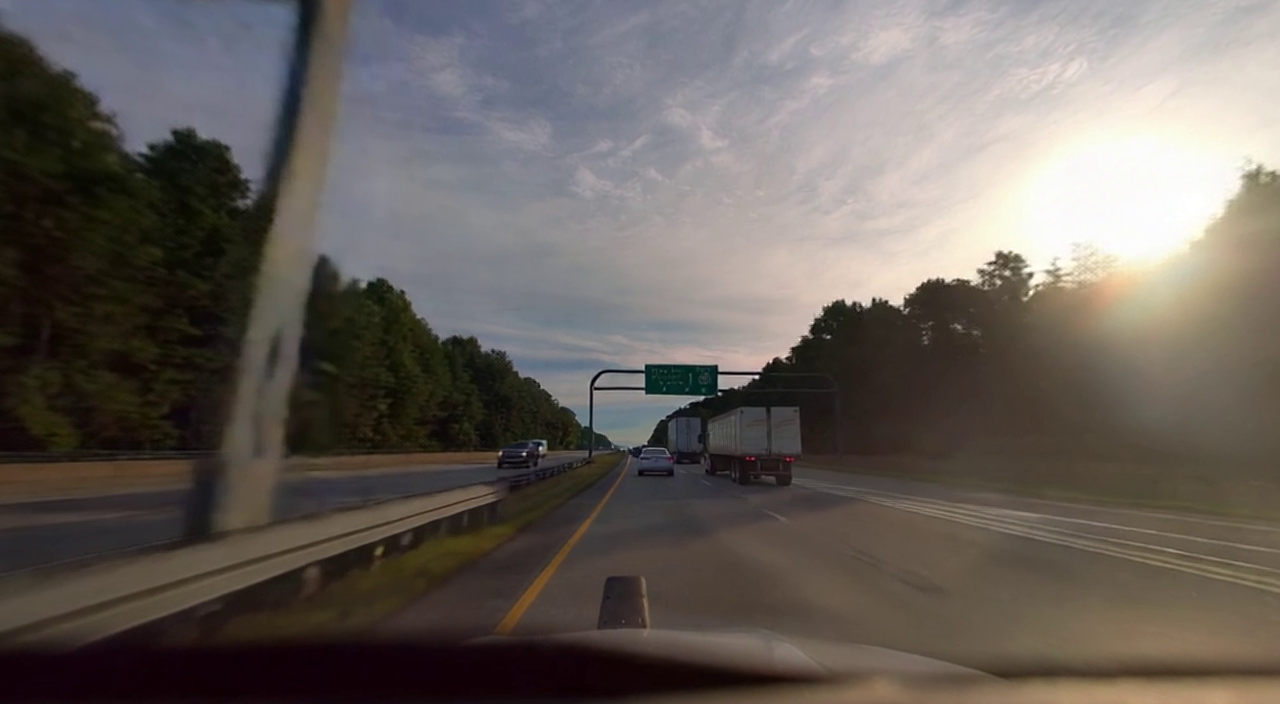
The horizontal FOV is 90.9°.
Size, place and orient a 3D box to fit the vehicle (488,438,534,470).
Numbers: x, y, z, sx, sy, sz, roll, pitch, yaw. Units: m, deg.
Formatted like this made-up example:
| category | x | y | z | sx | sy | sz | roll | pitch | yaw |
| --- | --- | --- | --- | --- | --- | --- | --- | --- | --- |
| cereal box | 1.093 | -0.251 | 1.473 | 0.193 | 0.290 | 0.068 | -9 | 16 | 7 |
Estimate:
| category | x | y | z | sx | sy | sz | roll | pitch | yaw |
| --- | --- | --- | --- | --- | --- | --- | --- | --- | --- |
| vehicle | -7.805 | 6.218 | 38.559 | 2.015 | 1.839 | 4.385 | 0 | -9 | -2 |

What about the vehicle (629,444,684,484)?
| category | x | y | z | sx | sy | sz | roll | pitch | yaw |
| --- | --- | --- | --- | --- | --- | --- | --- | --- | --- |
| vehicle | 0.599 | 4.553 | 25.904 | 2.069 | 1.523 | 4.012 | 0 | -9 | -1 |

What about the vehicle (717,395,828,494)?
| category | x | y | z | sx | sy | sz | roll | pitch | yaw |
| --- | --- | --- | --- | --- | --- | --- | --- | --- | --- |
| vehicle | 4.914 | 3.671 | 24.967 | 2.600 | 3.282 | 7.635 | 0 | -9 | -1 |
